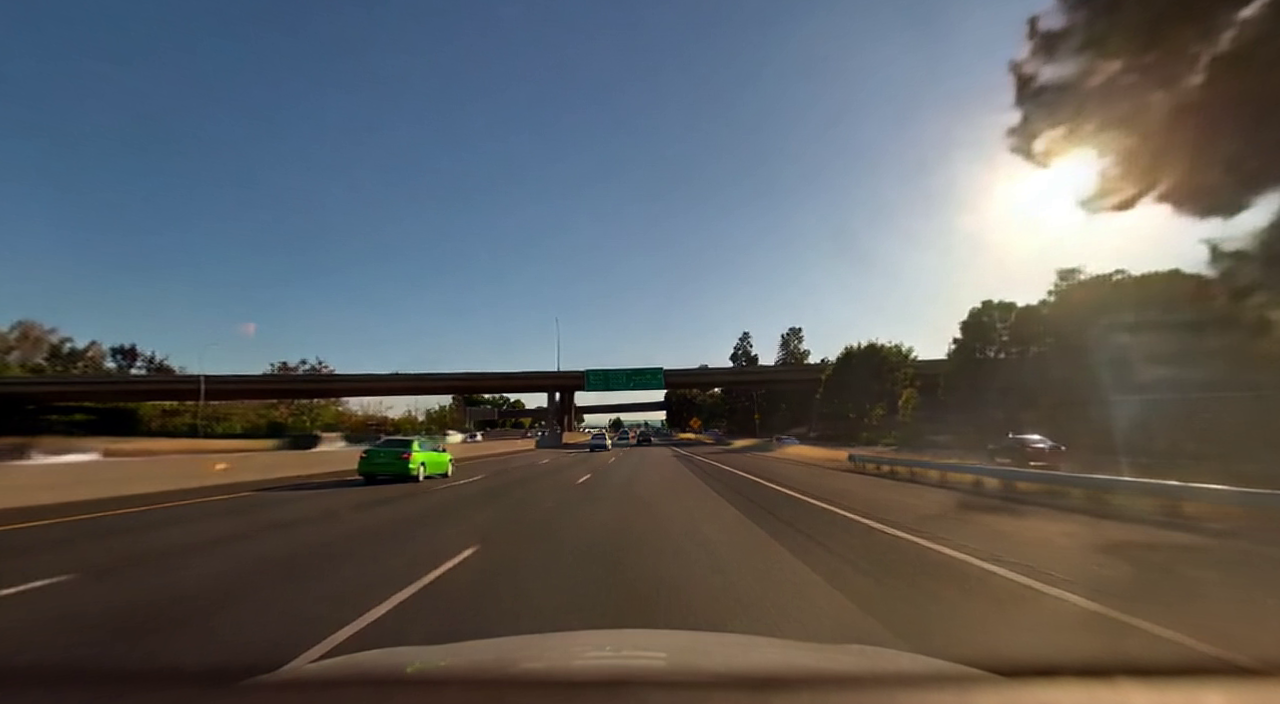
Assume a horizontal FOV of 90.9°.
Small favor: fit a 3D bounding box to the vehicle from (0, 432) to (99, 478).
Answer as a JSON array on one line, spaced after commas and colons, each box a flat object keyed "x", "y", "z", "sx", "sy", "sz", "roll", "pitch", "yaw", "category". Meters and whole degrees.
[{"x": -25.092, "y": 4.132, "z": 25.476, "sx": 2.027, "sy": 1.700, "sz": 4.915, "roll": 0, "pitch": -8, "yaw": 1, "category": "vehicle"}]

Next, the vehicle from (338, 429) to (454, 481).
[{"x": -7.708, "y": 3.283, "z": 20.402, "sx": 1.987, "sy": 1.486, "sz": 4.174, "roll": 0, "pitch": -8, "yaw": 2, "category": "vehicle"}]

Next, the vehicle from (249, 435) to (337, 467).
[{"x": -17.354, "y": 4.983, "z": 31.802, "sx": 1.840, "sy": 1.490, "sz": 4.438, "roll": 0, "pitch": -8, "yaw": 1, "category": "vehicle"}]
